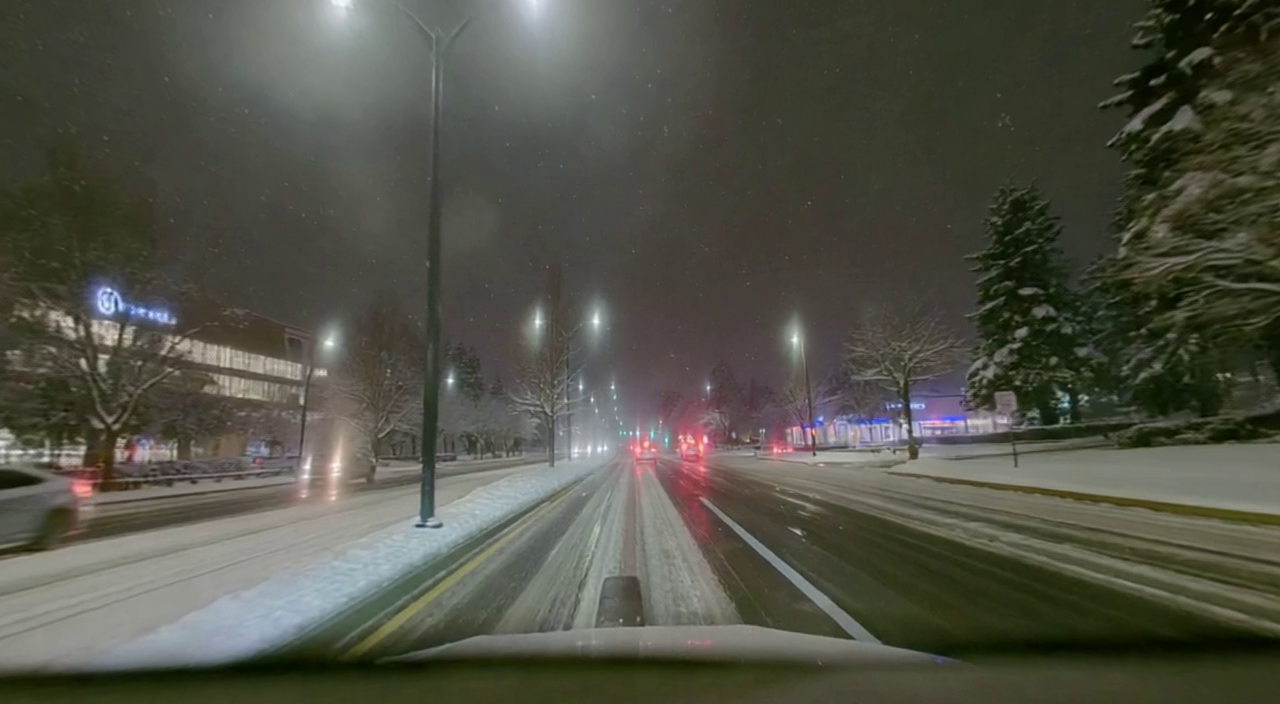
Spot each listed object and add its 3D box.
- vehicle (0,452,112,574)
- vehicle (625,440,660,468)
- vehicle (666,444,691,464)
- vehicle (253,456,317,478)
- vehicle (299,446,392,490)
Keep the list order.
[{"bbox_3d":[-8.843,1.905,7.164,1.939,1.470,4.366,0,-9,0],"label":"vehicle"},{"bbox_3d":[0.122,6.469,40.198,2.100,1.683,4.231,0,-8,-1],"label":"vehicle"},{"bbox_3d":[3.021,8.054,49.974,1.685,1.441,3.795,0,-8,-1],"label":"vehicle"},{"bbox_3d":[-26.234,8.531,46.915,1.815,1.470,4.581,-1,-8,4],"label":"vehicle"},{"bbox_3d":[-13.047,5.110,28.345,1.953,1.778,4.482,0,-8,0],"label":"vehicle"}]
